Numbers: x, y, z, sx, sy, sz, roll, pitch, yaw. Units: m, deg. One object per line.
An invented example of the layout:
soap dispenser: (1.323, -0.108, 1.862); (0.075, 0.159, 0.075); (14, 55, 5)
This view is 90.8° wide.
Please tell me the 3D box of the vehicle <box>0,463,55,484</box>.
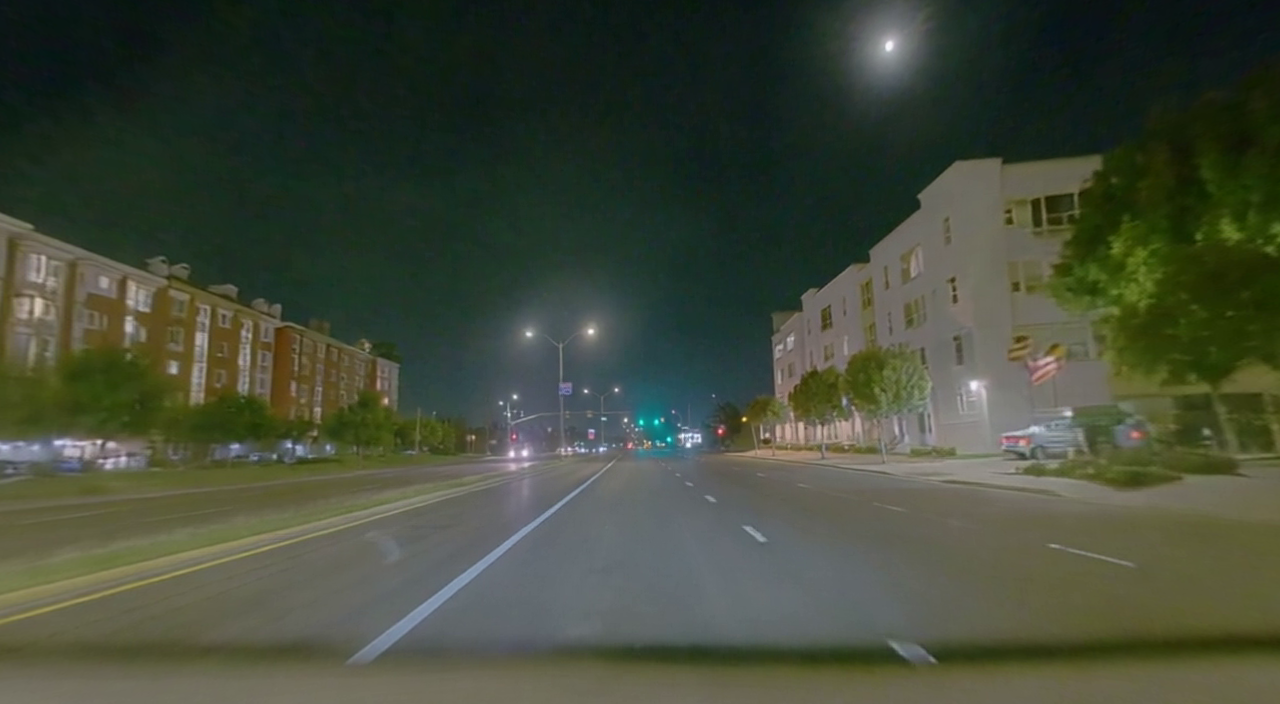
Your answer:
vehicle: (-44.412, 8.615, 44.932); (3.890, 1.403, 1.694); (0, -9, 2)

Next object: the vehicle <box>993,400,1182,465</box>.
vehicle: (19.651, 3.579, 28.005); (6.543, 2.736, 2.324); (0, -9, -2)
